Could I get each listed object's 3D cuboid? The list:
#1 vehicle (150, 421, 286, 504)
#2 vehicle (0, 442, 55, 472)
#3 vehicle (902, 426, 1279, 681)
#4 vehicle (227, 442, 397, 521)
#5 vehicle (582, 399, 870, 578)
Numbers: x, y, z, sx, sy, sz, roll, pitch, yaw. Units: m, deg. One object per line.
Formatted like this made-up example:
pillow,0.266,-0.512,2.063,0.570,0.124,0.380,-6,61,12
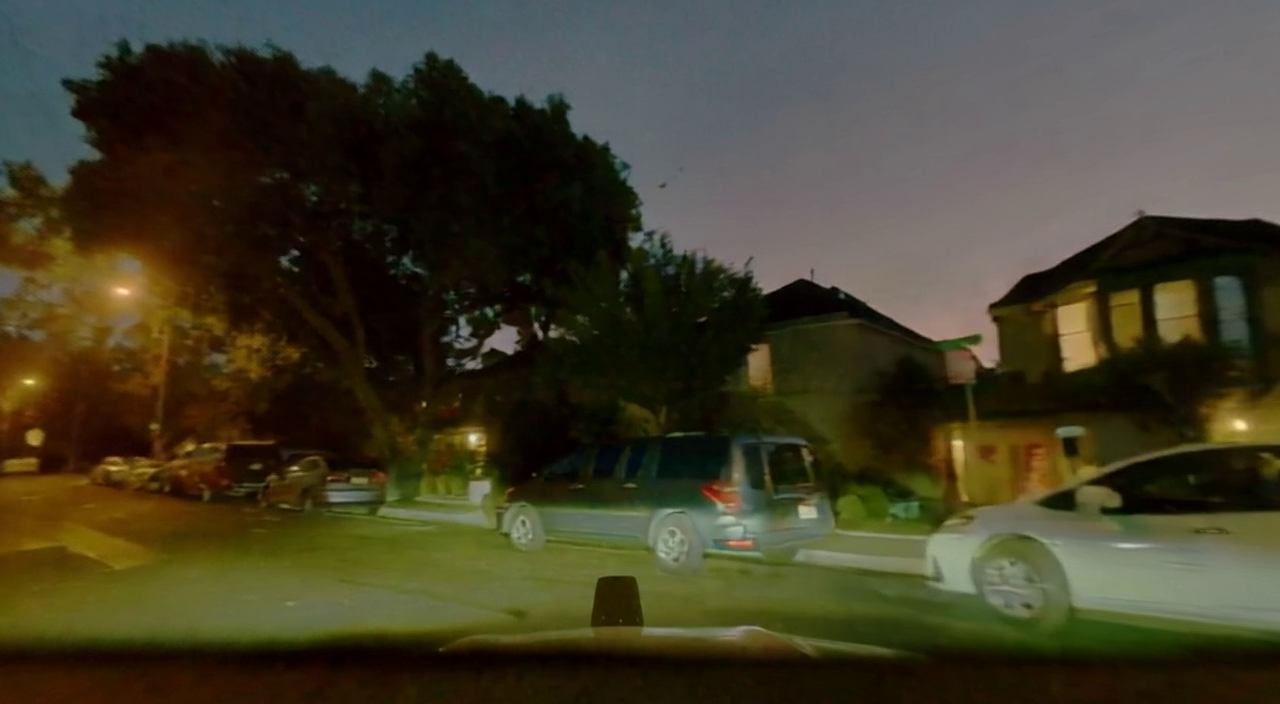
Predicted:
vehicle,-12.920,3.213,19.149,4.893,2.129,1.993,-4,-9,40
vehicle,-47.685,8.100,48.923,4.962,2.038,2.191,-5,-10,38
vehicle,4.677,1.279,4.177,5.075,1.436,1.863,-4,-9,40
vehicle,-7.861,2.933,14.917,4.476,1.442,1.828,-4,-9,39
vehicle,1.505,1.845,9.434,2.046,1.969,4.585,-7,-11,40
